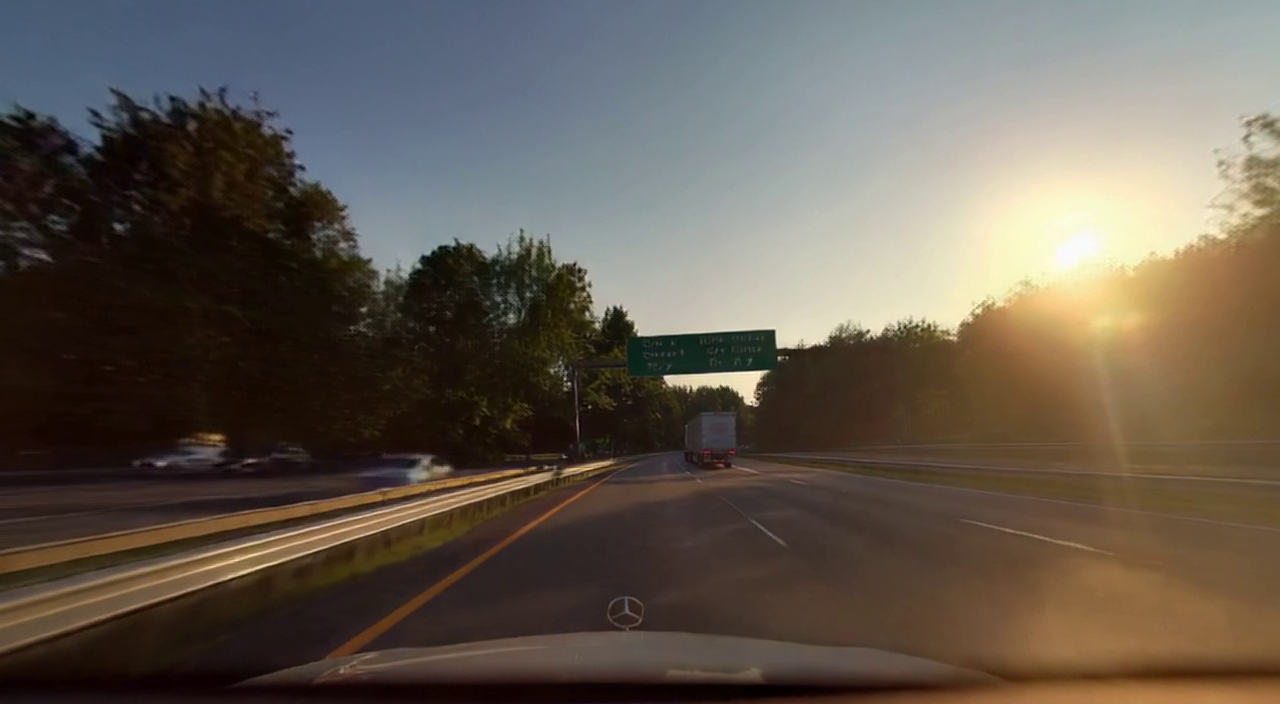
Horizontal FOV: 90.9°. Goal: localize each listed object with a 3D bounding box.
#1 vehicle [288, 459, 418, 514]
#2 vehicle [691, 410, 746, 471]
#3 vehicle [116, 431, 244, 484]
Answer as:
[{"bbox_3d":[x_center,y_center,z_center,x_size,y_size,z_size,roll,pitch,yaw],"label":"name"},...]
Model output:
[{"bbox_3d":[-8.255,3.874,18.599,1.840,1.373,4.152,0,-9,1],"label":"vehicle"},{"bbox_3d":[5.737,6.910,48.630,2.859,3.984,14.045,0,-9,2],"label":"vehicle"},{"bbox_3d":[-24.594,5.674,34.140,2.337,2.586,6.144,0,-9,-1],"label":"vehicle"}]
